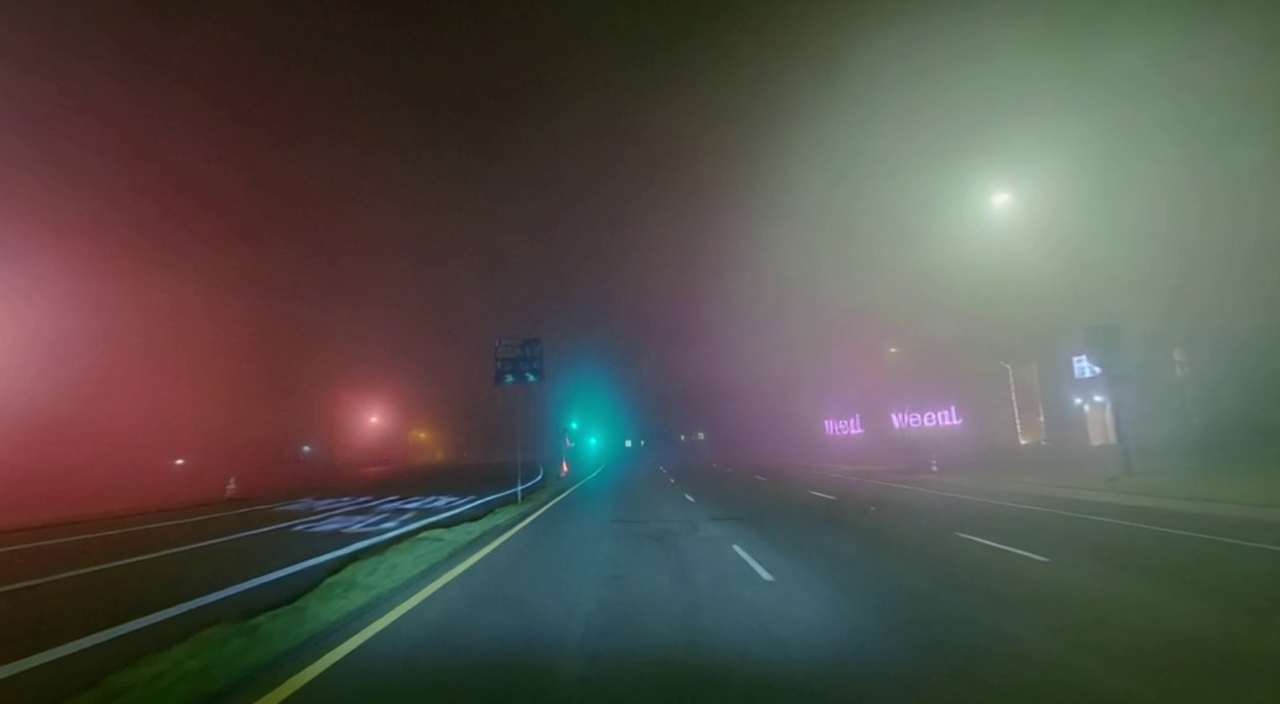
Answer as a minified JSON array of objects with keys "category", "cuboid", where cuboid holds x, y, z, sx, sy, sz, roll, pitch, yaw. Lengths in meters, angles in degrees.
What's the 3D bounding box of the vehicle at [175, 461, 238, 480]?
[{"category":"vehicle","cuboid":[-33.639,9.211,49.098,3.512,1.321,1.874,0,-9,-4]}]
